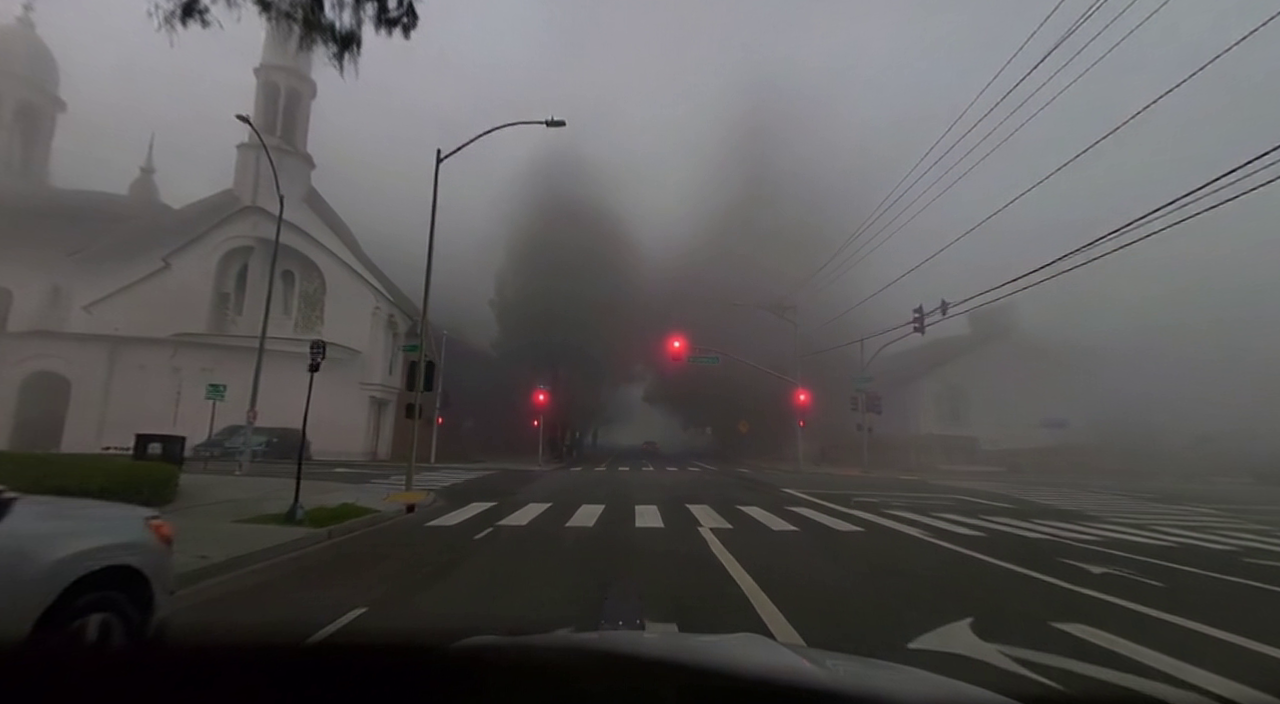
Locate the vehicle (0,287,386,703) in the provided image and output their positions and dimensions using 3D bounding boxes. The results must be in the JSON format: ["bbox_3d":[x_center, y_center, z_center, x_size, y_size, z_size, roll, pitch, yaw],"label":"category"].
[{"bbox_3d":[-3.297,0.701,1.931,2.271,1.885,6.346,0,-8,1],"label":"vehicle"}]
